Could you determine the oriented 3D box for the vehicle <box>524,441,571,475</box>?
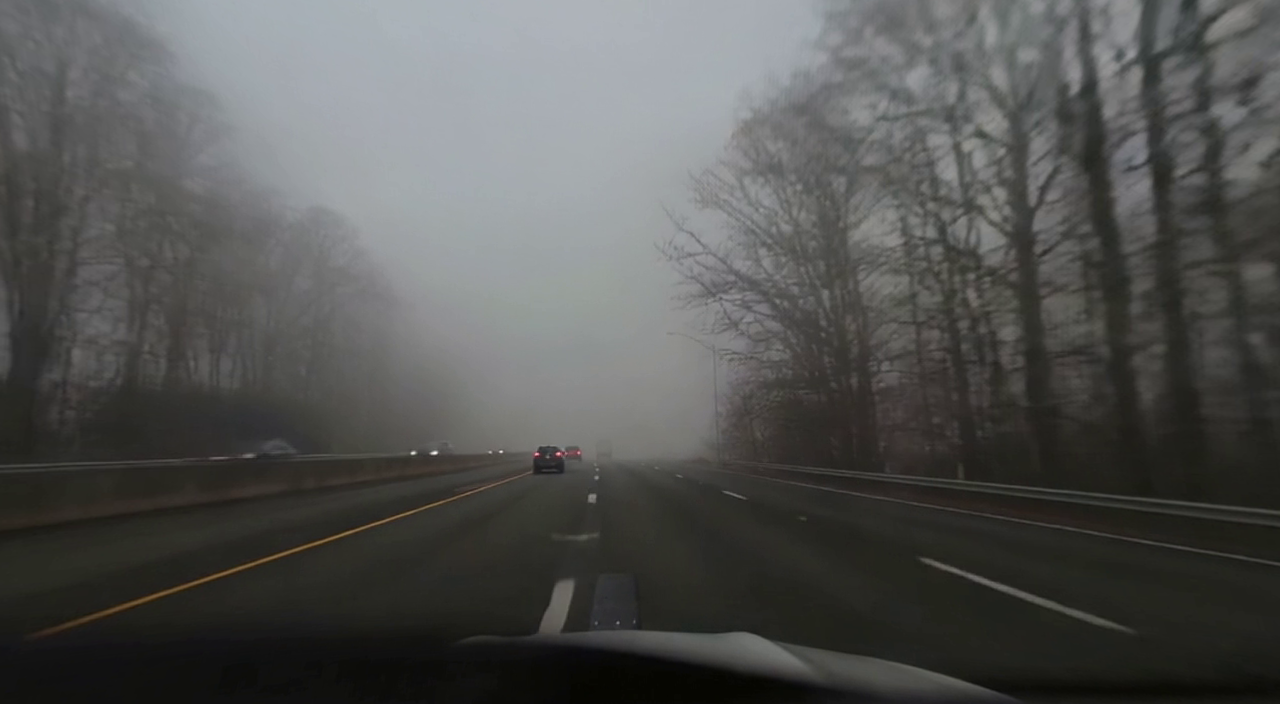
[{"bbox_3d":[-4.890,5.676,33.809,2.151,1.693,4.201,0,-9,-3],"label":"vehicle"}]

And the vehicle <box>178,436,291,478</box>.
[{"bbox_3d":[-17.152,4.472,26.857,1.899,1.607,4.653,0,-9,-3],"label":"vehicle"}]

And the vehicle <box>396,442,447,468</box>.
[{"bbox_3d":[-13.835,6.533,39.930,1.897,1.523,4.603,0,-9,-4],"label":"vehicle"}]
